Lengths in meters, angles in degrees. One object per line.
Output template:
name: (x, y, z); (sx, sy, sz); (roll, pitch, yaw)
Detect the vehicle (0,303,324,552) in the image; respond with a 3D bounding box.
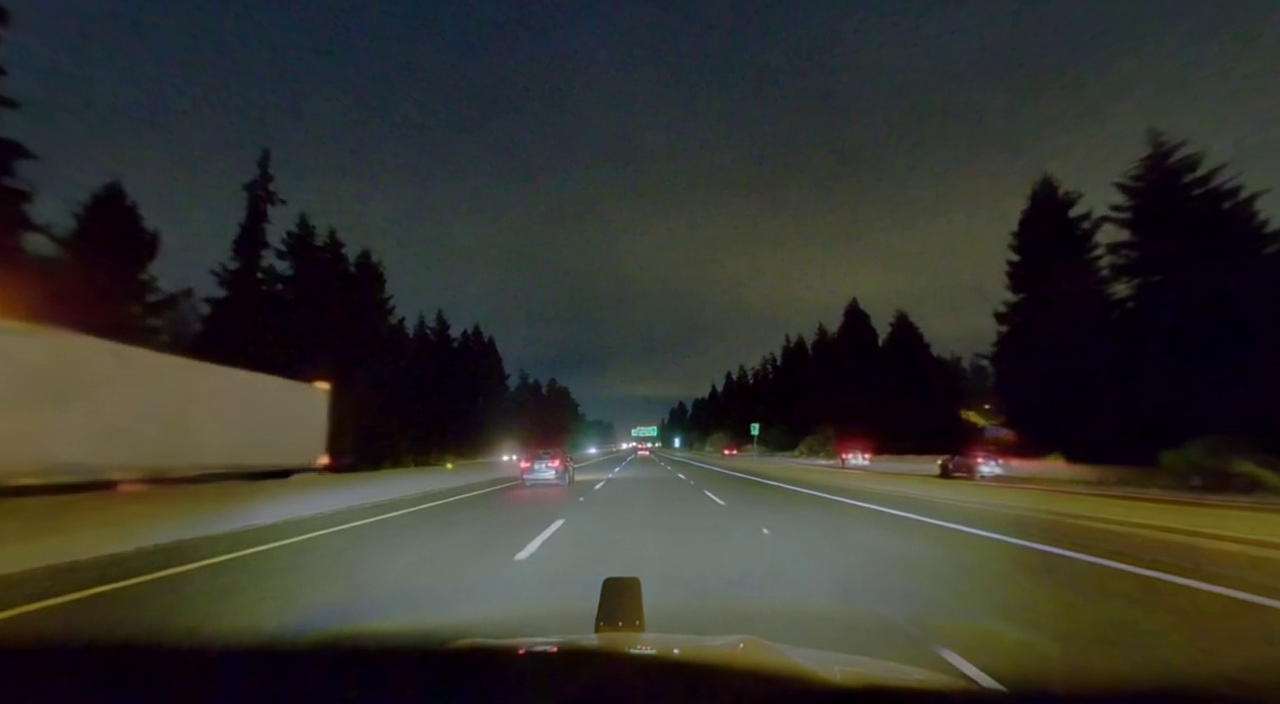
vehicle: (-10.736, 1.451, 11.368); (3.090, 3.520, 13.662); (0, -9, 0)

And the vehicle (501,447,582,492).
vehicle: (-3.508, 4.322, 23.470); (2.162, 1.493, 4.583); (0, -9, 1)
